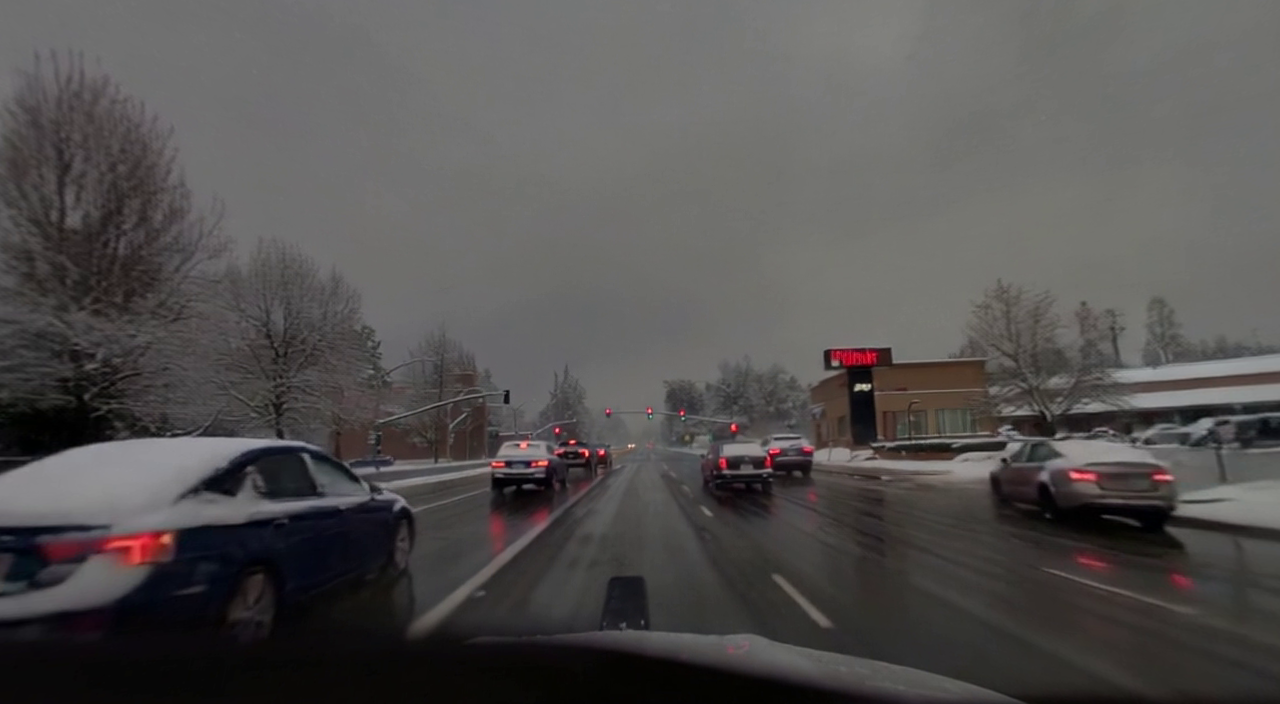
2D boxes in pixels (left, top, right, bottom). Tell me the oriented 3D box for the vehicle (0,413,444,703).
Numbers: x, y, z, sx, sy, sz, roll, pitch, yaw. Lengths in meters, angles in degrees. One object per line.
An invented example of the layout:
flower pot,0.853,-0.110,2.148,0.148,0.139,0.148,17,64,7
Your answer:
vehicle,-3.183,1.308,4.737,1.952,1.457,4.372,0,-8,1

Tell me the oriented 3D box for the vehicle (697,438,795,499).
vehicle,2.855,3.240,18.001,2.004,1.512,4.206,0,-8,-1

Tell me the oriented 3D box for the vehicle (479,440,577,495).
vehicle,-3.305,3.528,19.648,2.087,1.494,4.626,-1,-8,2

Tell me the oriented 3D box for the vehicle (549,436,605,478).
vehicle,-2.971,5.076,30.703,2.187,1.825,4.621,0,-8,1

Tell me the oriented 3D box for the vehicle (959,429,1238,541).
vehicle,7.736,2.251,11.452,2.070,1.547,4.941,-2,-9,10

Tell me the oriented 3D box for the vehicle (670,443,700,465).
vehicle,3.439,7.990,49.337,2.030,1.628,4.080,0,-8,0
